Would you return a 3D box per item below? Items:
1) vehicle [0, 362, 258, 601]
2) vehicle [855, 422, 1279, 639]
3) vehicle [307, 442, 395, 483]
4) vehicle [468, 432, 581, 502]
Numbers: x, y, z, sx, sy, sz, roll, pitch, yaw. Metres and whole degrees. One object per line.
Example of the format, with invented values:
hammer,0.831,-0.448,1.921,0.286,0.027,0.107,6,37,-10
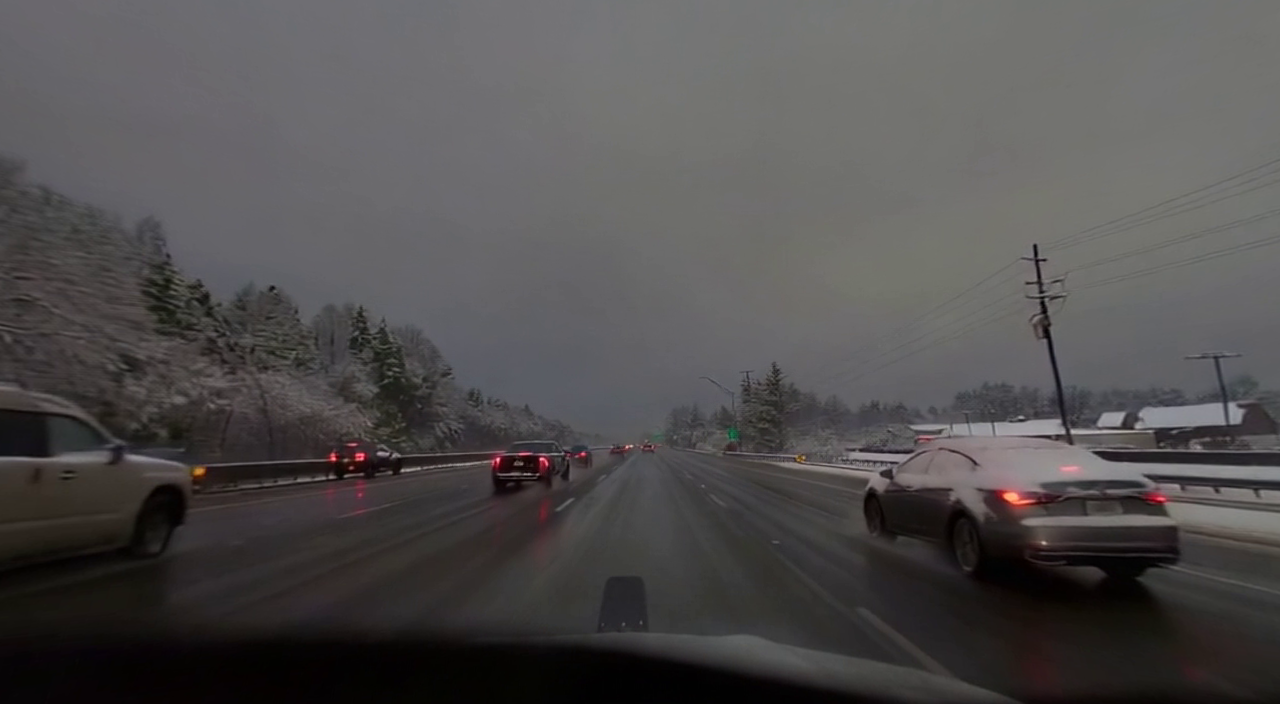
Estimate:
vehicle,-6.884,1.232,6.179,2.658,2.048,5.689,0,-8,1
vehicle,4.138,1.577,6.746,2.022,1.472,4.678,0,-8,0
vehicle,-10.924,4.183,24.126,1.594,1.442,3.569,0,-8,2
vehicle,-3.010,3.116,17.544,2.133,1.668,4.505,0,-8,2
